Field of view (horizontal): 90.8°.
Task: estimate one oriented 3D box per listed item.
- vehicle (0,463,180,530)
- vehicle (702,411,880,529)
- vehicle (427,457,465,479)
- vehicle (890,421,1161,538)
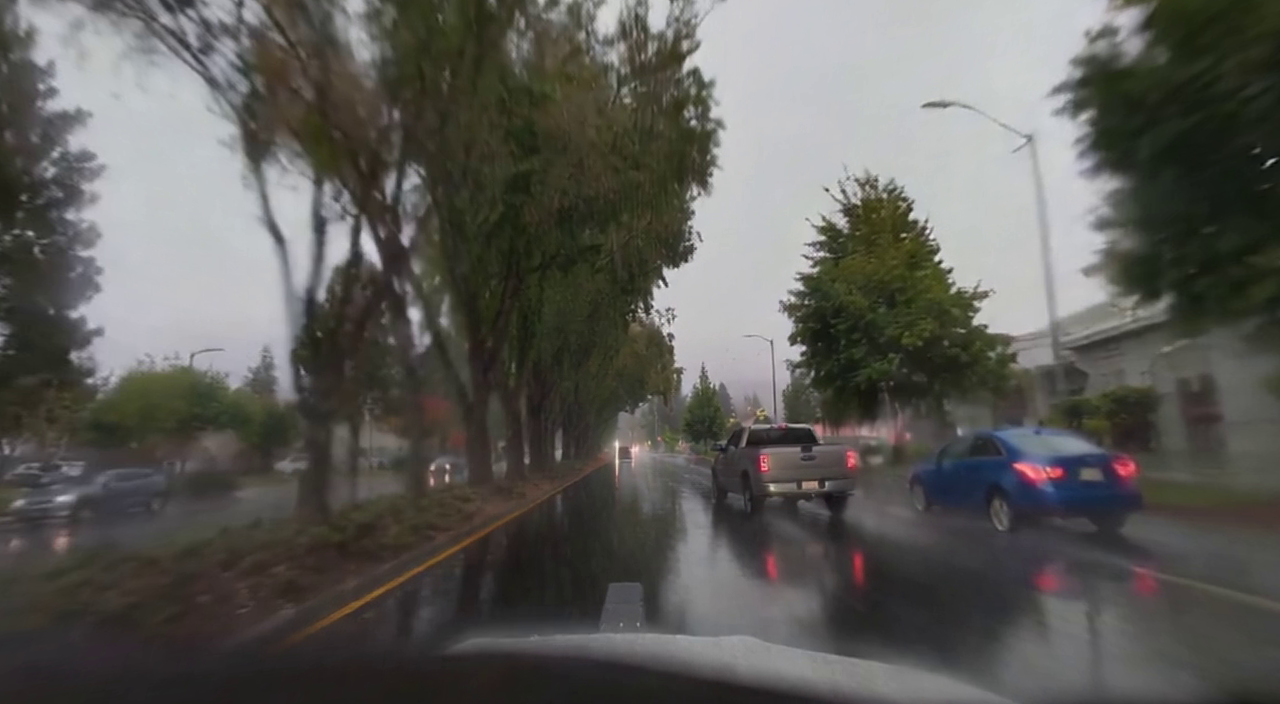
[{"bbox_3d":[-17.292,4.427,19.910,2.133,1.724,4.642,0,-9,-1],"label":"vehicle"},{"bbox_3d":[2.640,2.259,12.641,2.138,1.836,5.245,0,-9,-1],"label":"vehicle"},{"bbox_3d":[-14.682,8.777,48.106,1.835,1.487,4.201,0,-9,-4],"label":"vehicle"},{"bbox_3d":[6.268,2.115,11.047,1.993,1.604,4.260,0,-9,-1],"label":"vehicle"}]
